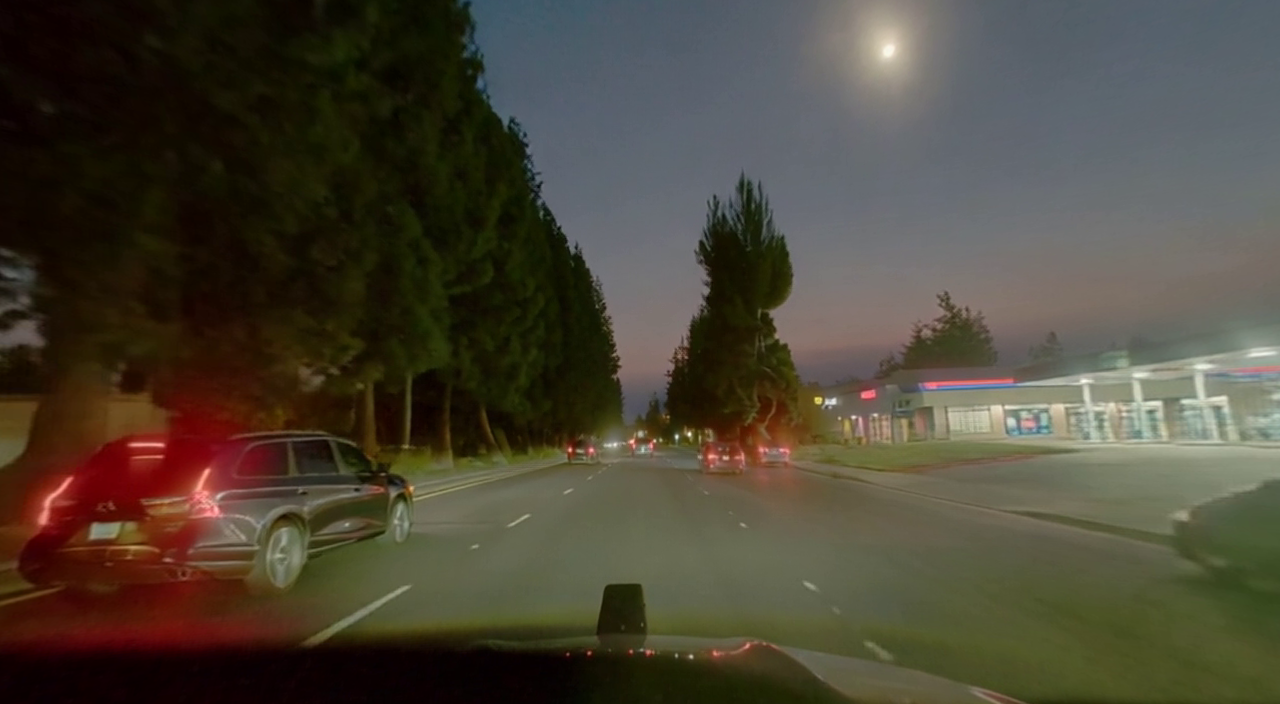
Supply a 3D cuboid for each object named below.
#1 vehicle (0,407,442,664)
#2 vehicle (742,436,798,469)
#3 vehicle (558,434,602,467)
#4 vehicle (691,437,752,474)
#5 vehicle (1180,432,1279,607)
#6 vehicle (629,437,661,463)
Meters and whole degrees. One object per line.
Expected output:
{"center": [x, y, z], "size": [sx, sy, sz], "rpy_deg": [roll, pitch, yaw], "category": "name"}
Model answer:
{"center": [-3.915, 1.476, 6.444], "size": [1.988, 1.530, 5.155], "rpy_deg": [0, -8, 2], "category": "vehicle"}
{"center": [6.620, 5.167, 32.547], "size": [1.983, 1.599, 4.243], "rpy_deg": [0, -8, 0], "category": "vehicle"}
{"center": [-3.348, 5.632, 36.076], "size": [2.051, 1.747, 4.370], "rpy_deg": [0, -8, 1], "category": "vehicle"}
{"center": [3.437, 4.481, 27.519], "size": [2.010, 1.486, 4.498], "rpy_deg": [0, -8, -1], "category": "vehicle"}
{"center": [6.177, 1.180, 3.864], "size": [1.856, 1.421, 4.357], "rpy_deg": [0, -8, 0], "category": "vehicle"}
{"center": [0.288, 6.140, 39.583], "size": [1.922, 1.579, 3.642], "rpy_deg": [0, -8, 0], "category": "vehicle"}
